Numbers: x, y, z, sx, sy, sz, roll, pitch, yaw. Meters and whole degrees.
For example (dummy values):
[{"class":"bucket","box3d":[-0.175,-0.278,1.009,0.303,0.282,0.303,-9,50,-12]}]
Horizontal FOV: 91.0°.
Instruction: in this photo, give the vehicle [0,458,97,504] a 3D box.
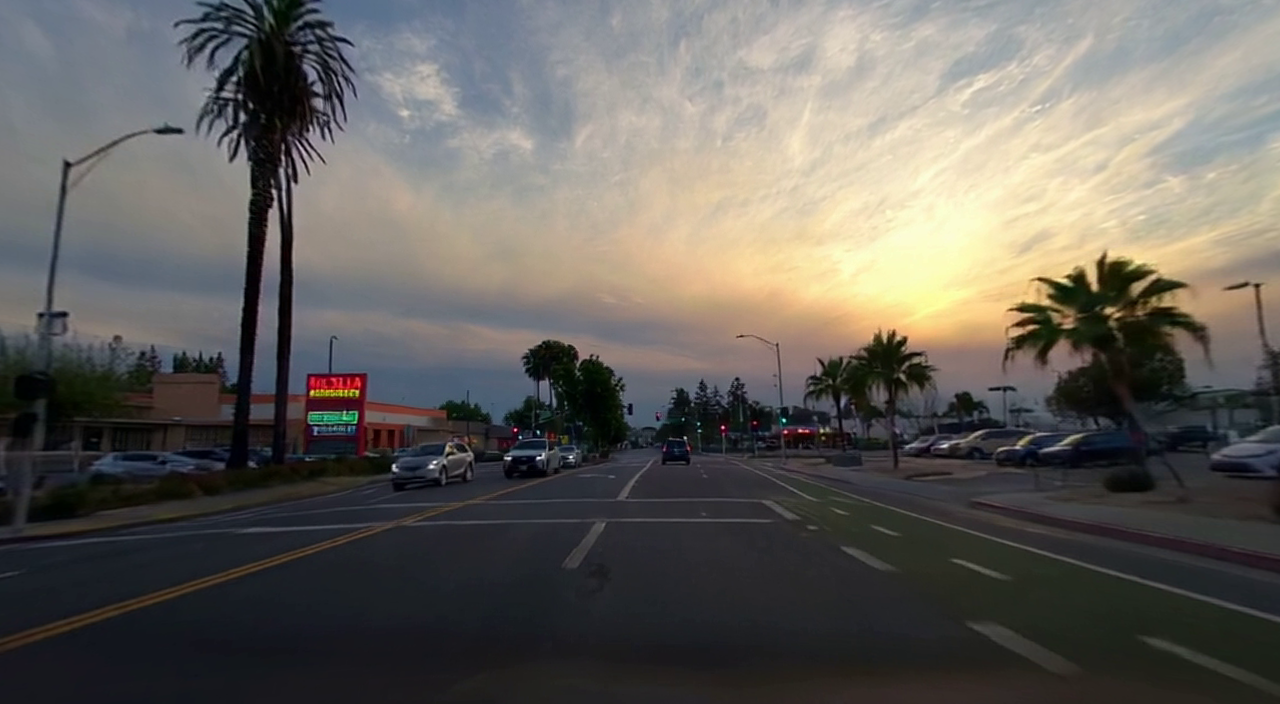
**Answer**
[{"class":"vehicle","box3d":[-21.085,4.305,20.832,4.552,1.389,1.779,-2,-10,2]}]

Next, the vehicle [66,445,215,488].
[{"class":"vehicle","box3d":[-21.095,4.859,26.757,4.498,1.729,2.102,0,-9,1]}]

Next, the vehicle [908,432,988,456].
[{"class":"vehicle","box3d":[21.638,6.491,44.409,2.028,1.556,4.625,5,-10,-29]}]

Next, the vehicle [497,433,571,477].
[{"class":"vehicle","box3d":[-5.182,5.145,31.795,2.551,1.995,5.615,0,-9,2]}]

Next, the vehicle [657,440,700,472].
[{"class":"vehicle","box3d":[1.950,5.352,32.654,2.065,1.507,4.225,0,-9,2]}]

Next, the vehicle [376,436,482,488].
[{"class":"vehicle","box3d":[-9.018,4.752,27.626,2.328,1.976,5.915,0,-9,3]}]

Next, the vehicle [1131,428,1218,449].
[{"class":"vehicle","box3d":[37.583,6.114,44.365,1.789,1.377,4.162,4,-9,-25]}]

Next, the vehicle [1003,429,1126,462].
[{"class":"vehicle","box3d":[18.910,4.195,28.155,4.140,1.422,1.869,0,-9,0]}]

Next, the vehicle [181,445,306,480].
[{"class":"vehicle","box3d":[-20.643,5.776,32.912,5.050,1.758,2.134,0,-9,3]}]
